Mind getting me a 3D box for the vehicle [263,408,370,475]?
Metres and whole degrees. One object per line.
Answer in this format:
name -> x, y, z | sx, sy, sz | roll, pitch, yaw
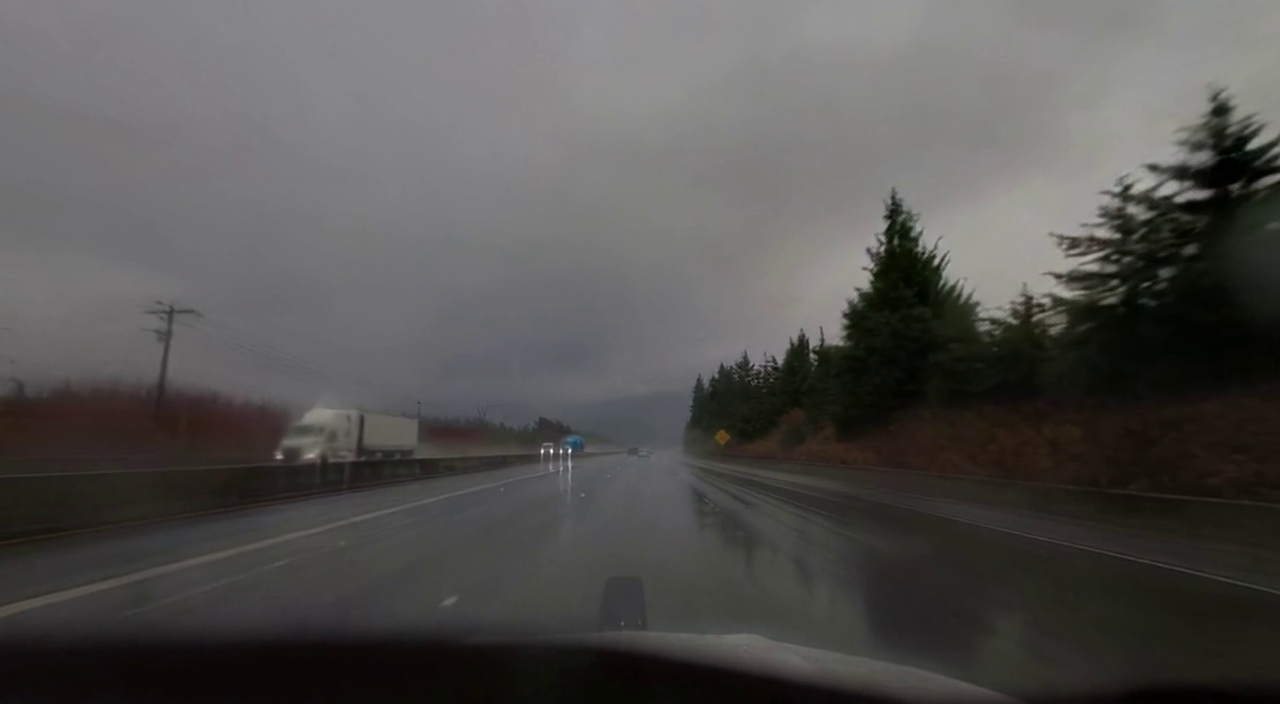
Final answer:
vehicle -> -18.676, 5.281, 36.861 | 2.996, 3.547, 5.905 | 0, -9, 0
